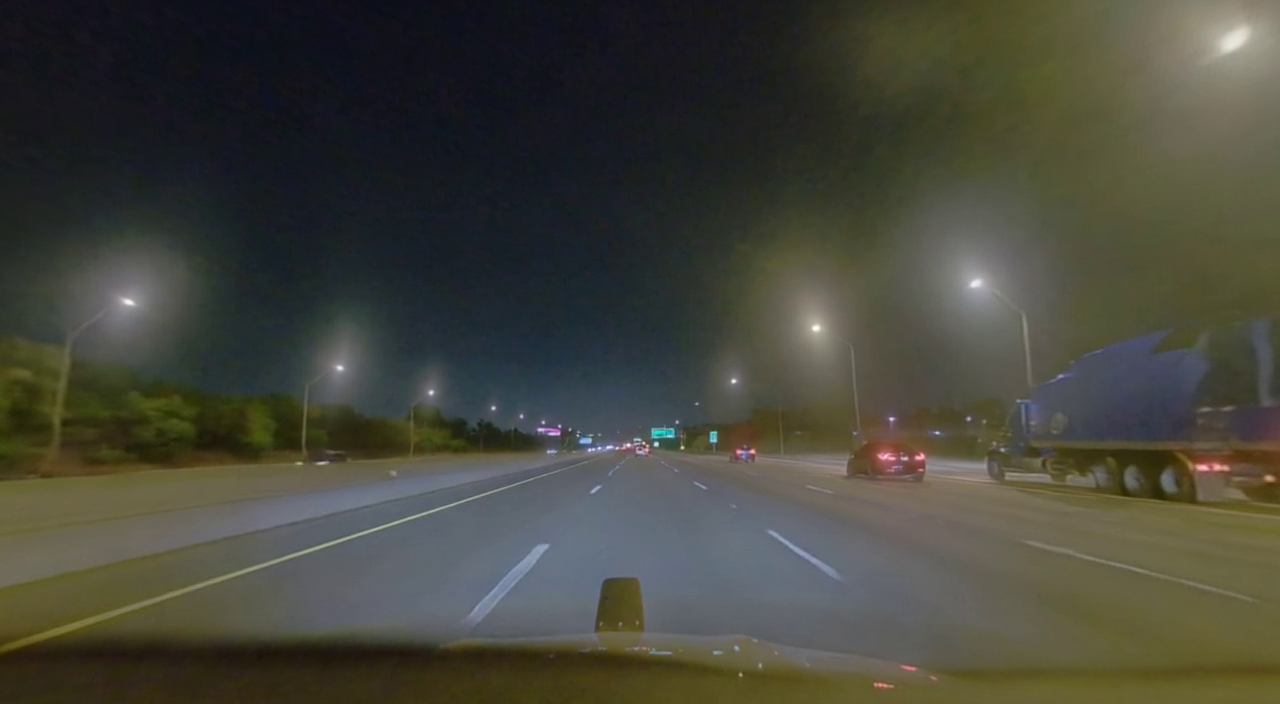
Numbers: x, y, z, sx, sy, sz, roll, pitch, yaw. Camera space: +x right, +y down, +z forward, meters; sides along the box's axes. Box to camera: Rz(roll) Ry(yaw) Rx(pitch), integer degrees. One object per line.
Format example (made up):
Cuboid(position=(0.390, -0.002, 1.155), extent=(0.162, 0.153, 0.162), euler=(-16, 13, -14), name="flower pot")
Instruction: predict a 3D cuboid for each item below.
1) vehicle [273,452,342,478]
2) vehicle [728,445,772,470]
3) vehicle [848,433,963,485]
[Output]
Cuboid(position=(-20.674, 7.026, 39.344), extent=(1.860, 1.532, 4.310), euler=(0, -9, 1), name="vehicle")
Cuboid(position=(7.296, 7.030, 42.174), extent=(2.053, 1.553, 4.463), euler=(0, -9, -1), name="vehicle")
Cuboid(position=(10.908, 4.467, 26.510), extent=(2.387, 1.936, 5.646), euler=(0, -9, 0), name="vehicle")
